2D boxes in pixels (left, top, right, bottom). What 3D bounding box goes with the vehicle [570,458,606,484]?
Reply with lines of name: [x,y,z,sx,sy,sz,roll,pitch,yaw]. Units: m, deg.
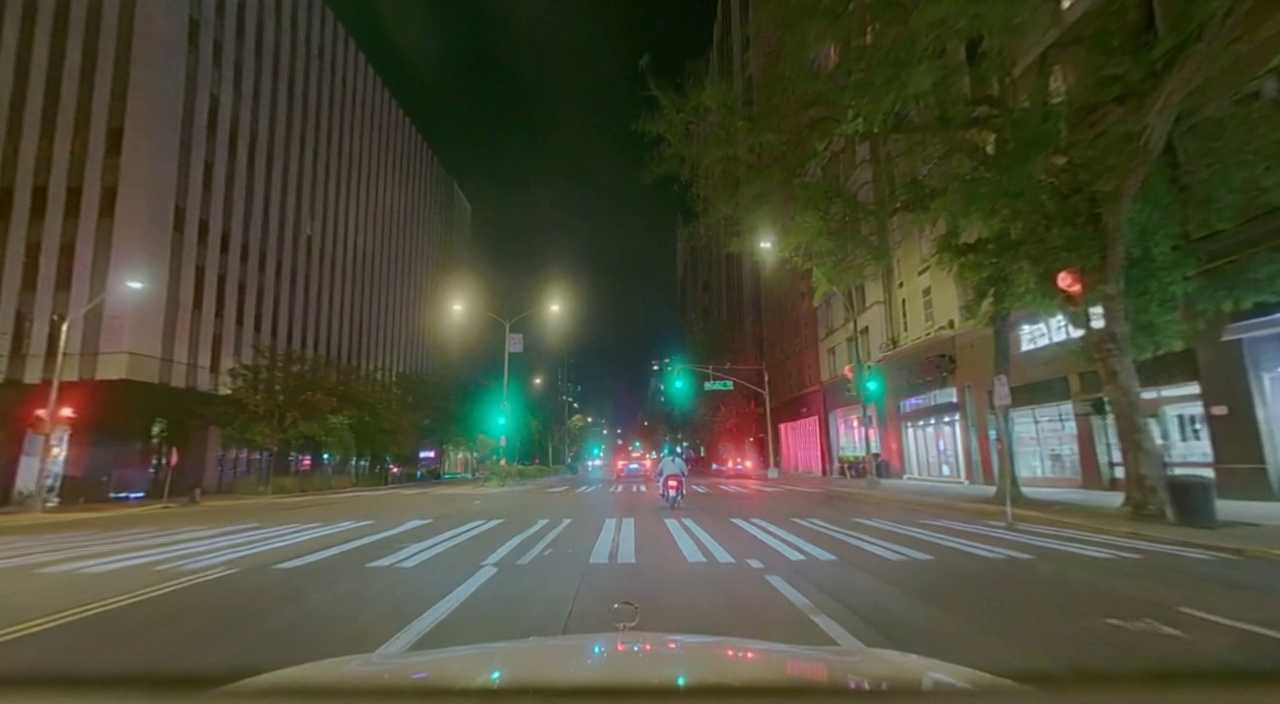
vehicle: [-3.256,7.535,40.307,2.014,1.470,4.552,0,-8,-1]

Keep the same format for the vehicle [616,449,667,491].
vehicle: [0.000,5.442,29.603,2.223,1.775,4.250,0,-8,-1]

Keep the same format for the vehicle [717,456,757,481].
vehicle: [6.732,8.103,44.257,2.069,1.590,4.066,0,-8,-1]
